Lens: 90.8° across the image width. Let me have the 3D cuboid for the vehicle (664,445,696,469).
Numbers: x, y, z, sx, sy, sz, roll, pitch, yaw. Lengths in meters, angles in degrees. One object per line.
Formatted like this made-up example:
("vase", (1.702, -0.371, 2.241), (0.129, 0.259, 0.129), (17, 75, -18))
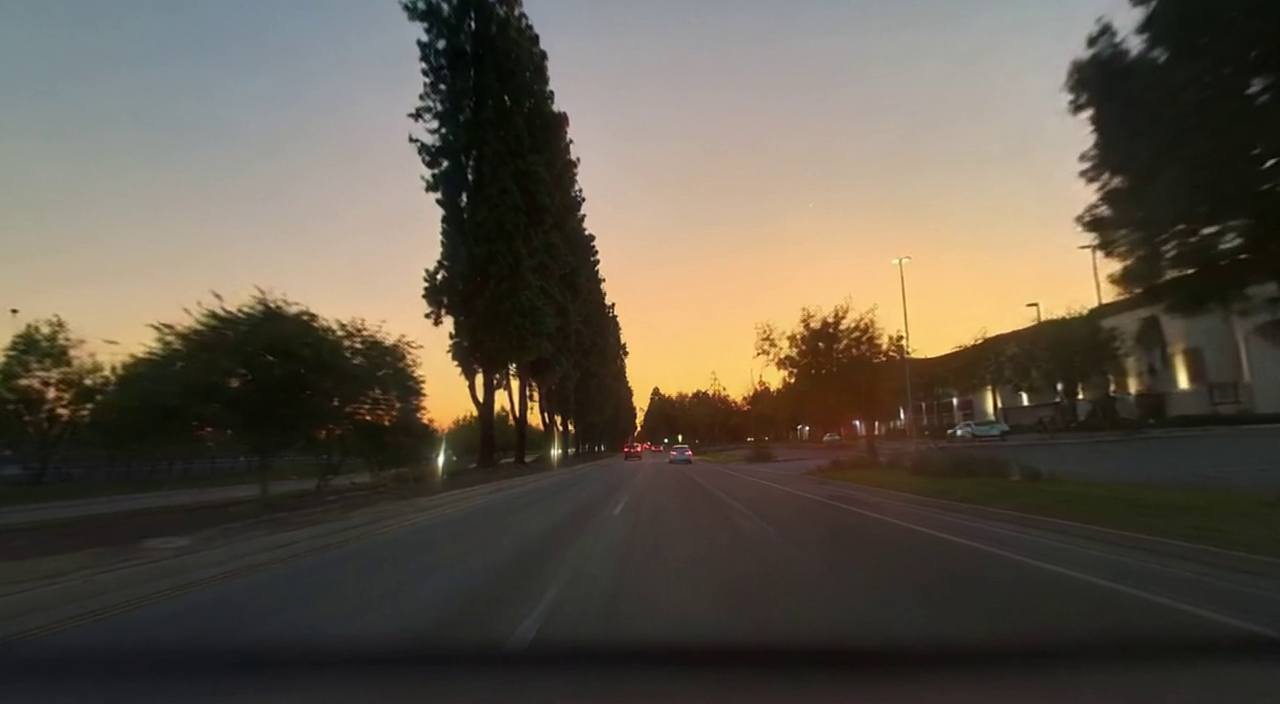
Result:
("vehicle", (2.628, 7.020, 42.484), (1.925, 1.488, 4.271), (0, -8, 0))
